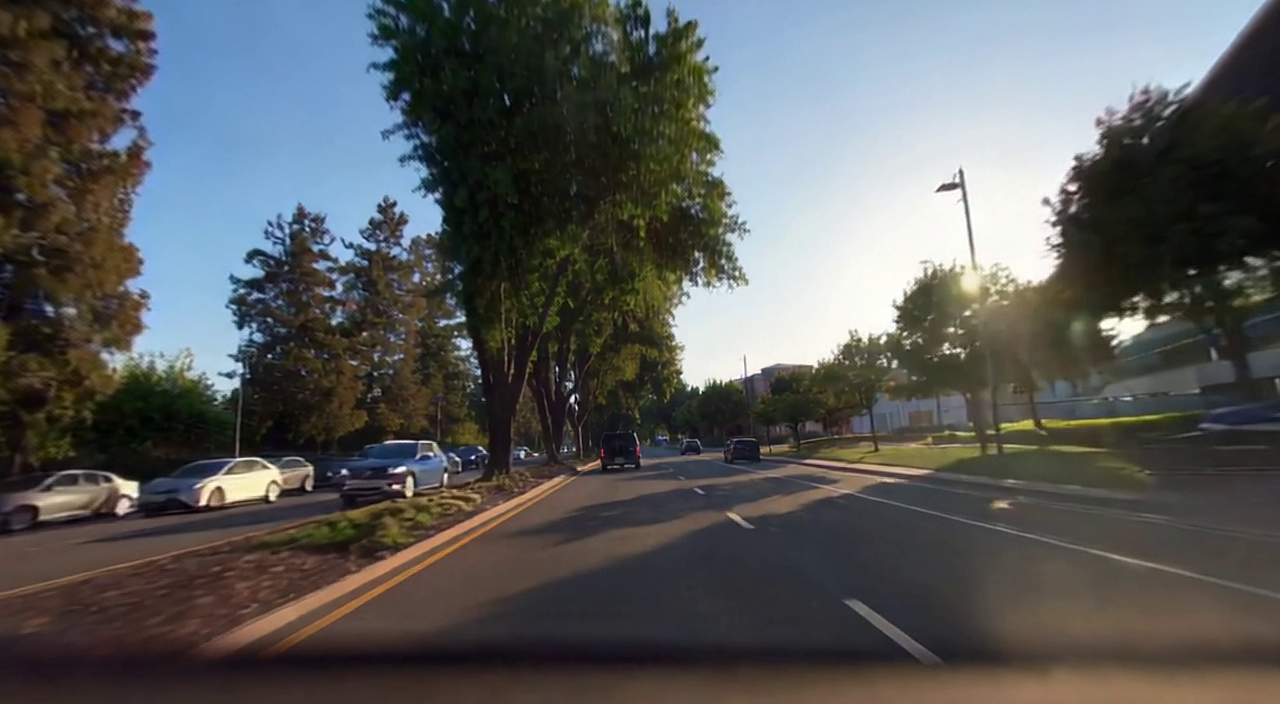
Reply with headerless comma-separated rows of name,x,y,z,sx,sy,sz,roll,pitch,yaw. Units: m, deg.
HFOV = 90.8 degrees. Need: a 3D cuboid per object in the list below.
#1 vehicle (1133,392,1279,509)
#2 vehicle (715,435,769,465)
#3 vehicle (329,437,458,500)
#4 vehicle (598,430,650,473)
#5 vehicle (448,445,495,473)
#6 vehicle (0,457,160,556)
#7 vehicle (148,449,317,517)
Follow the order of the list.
vehicle,11.308,1.512,10.028,4.932,1.738,2.080,-4,-9,20
vehicle,6.245,6.079,39.312,2.364,1.781,4.854,0,-8,-2
vehicle,-8.096,3.848,21.448,2.184,1.824,5.418,0,-8,0
vehicle,-0.789,4.991,31.914,2.411,1.937,5.186,0,-8,-1
vehicle,-11.692,7.418,44.198,2.042,1.822,4.913,0,-8,-1
vehicle,-11.473,2.696,11.295,2.107,1.524,4.697,0,-8,0
vehicle,-11.256,3.601,17.884,2.025,1.651,4.097,0,-8,-1
